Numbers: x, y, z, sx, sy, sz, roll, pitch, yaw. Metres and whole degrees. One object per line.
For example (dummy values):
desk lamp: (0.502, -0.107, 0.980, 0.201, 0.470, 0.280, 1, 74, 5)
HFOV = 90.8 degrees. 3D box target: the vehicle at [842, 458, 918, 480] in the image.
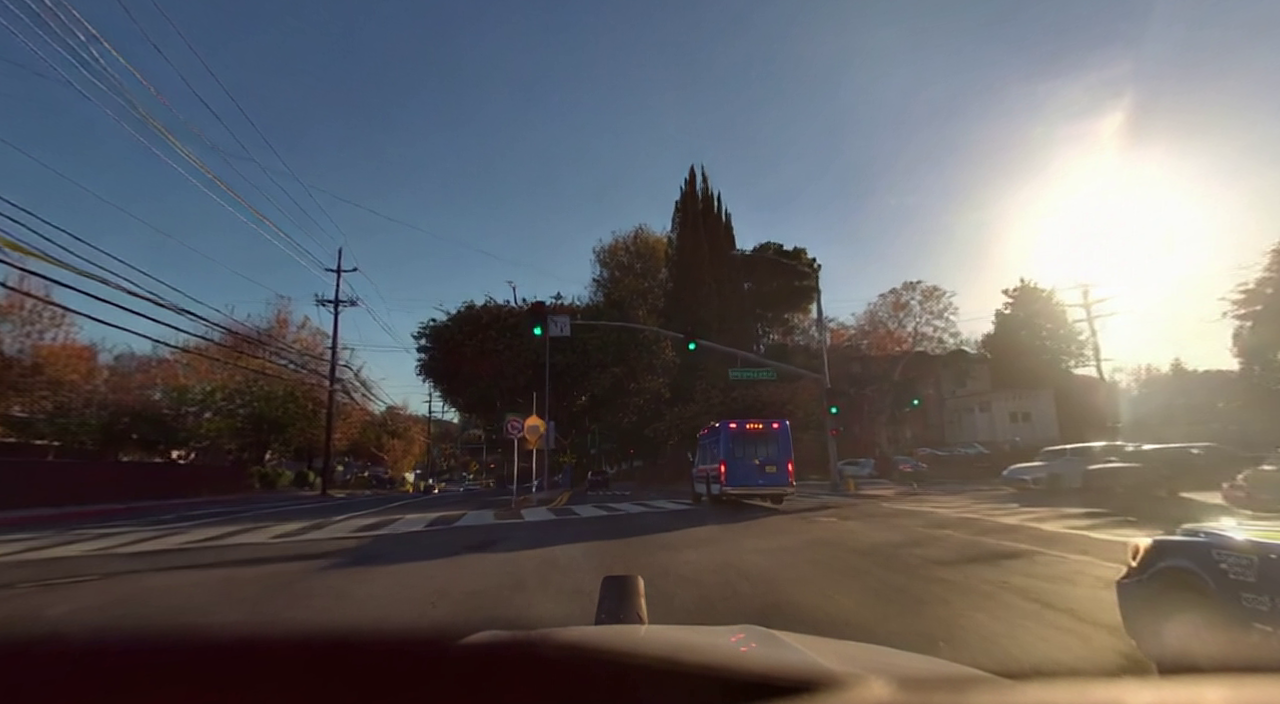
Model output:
vehicle: (17.630, 8.610, 46.528, 4.868, 1.455, 2.054, -5, -10, 30)

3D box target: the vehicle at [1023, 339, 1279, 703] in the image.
vehicle: (4.200, 0.837, 2.602, 2.194, 1.922, 4.822, 0, -9, 0)

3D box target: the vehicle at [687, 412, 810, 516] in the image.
vehicle: (3.055, 3.348, 19.344, 2.406, 2.687, 5.521, 0, -9, -4)

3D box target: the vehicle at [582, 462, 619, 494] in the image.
vehicle: (-2.419, 7.495, 37.905, 2.114, 1.707, 3.725, 1, -9, -5)
